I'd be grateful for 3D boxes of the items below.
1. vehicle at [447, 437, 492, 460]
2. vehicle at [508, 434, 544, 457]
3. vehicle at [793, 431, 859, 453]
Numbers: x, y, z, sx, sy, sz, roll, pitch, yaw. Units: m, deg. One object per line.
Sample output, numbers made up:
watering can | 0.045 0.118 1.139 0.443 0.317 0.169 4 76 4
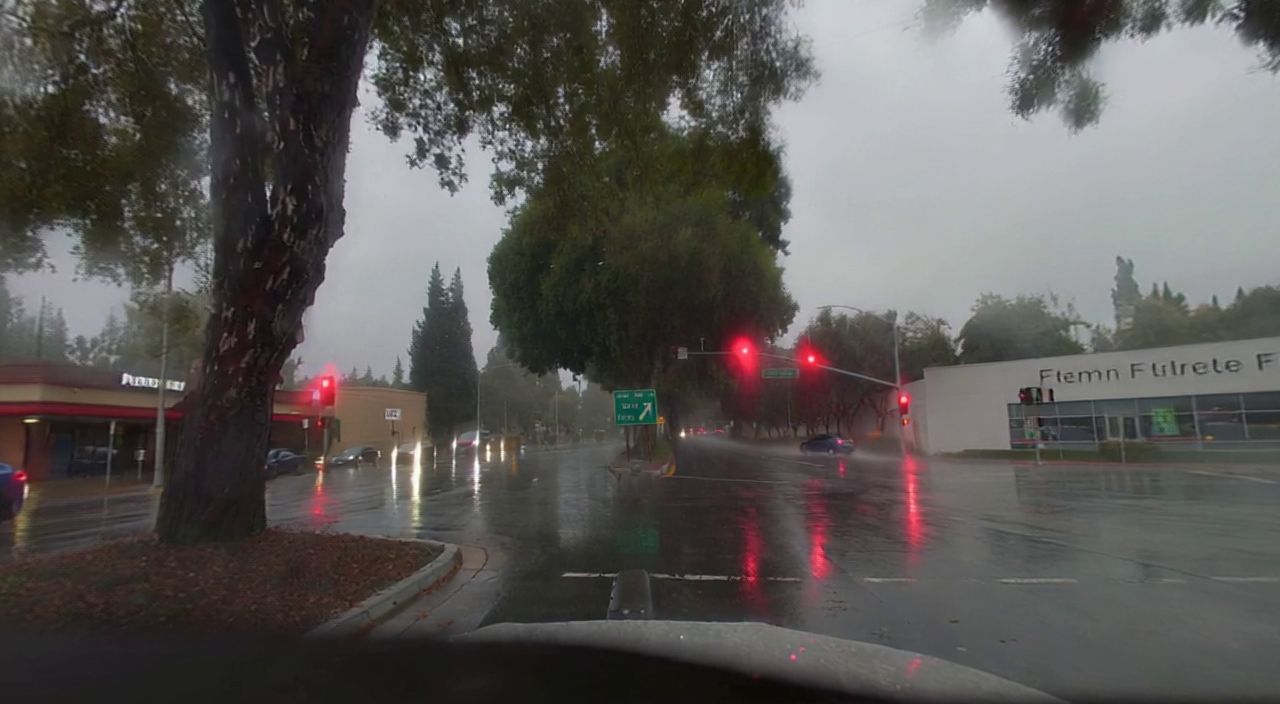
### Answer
vehicle | -11.787 6.691 43.891 2.111 1.499 4.371 0 -9 -3
vehicle | -8.075 6.664 45.084 1.920 1.546 4.086 0 -9 -1
vehicle | 13.146 6.448 44.850 1.781 1.448 4.560 4 -10 -26
